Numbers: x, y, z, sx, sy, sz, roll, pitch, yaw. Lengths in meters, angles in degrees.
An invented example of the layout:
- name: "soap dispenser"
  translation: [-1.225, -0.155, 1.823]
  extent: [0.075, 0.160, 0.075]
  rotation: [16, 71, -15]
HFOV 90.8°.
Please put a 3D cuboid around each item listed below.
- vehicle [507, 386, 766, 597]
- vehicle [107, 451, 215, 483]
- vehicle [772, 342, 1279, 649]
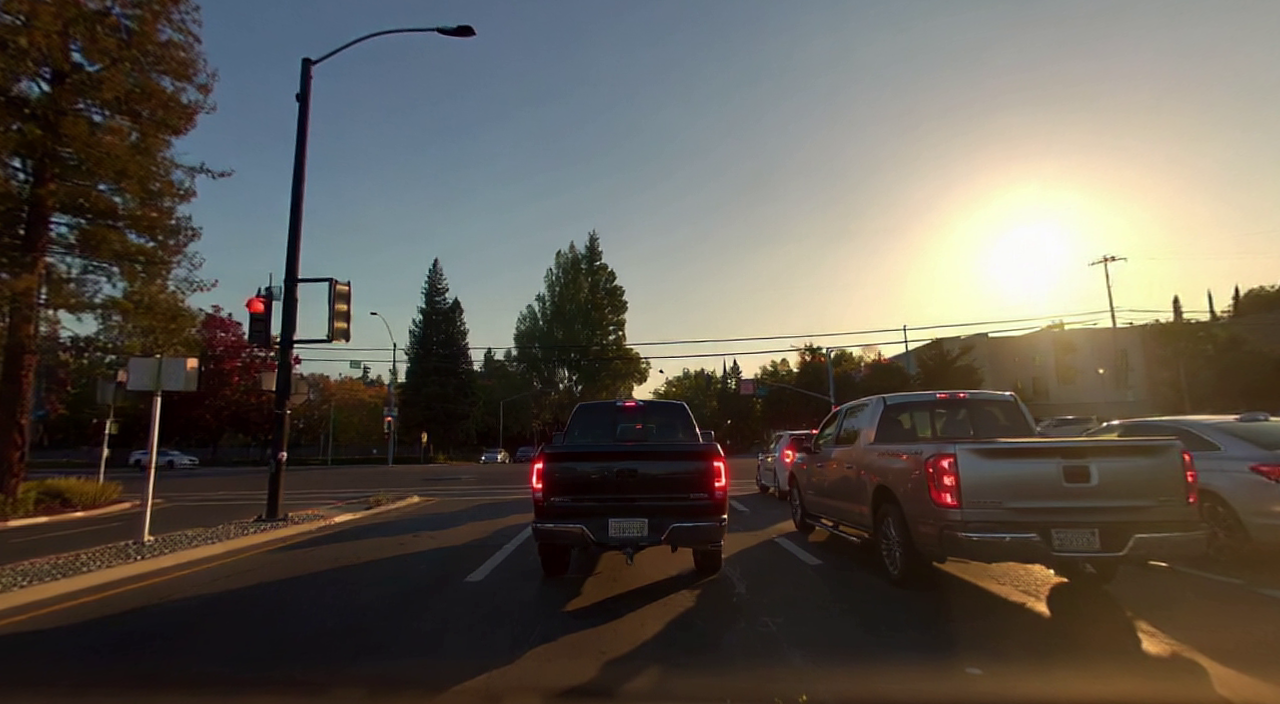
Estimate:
- name: "vehicle"
  translation: [-0.063, 1.577, 8.055]
  extent: [2.240, 1.821, 5.001]
  rotation: [0, -9, -1]
- name: "vehicle"
  translation: [-26.377, 6.326, 35.022]
  extent: [4.437, 1.669, 1.936]
  rotation: [5, -10, -30]
- name: "vehicle"
  translation: [3.321, 1.321, 6.927]
  extent: [2.412, 1.953, 5.682]
  rotation: [0, -9, -1]
